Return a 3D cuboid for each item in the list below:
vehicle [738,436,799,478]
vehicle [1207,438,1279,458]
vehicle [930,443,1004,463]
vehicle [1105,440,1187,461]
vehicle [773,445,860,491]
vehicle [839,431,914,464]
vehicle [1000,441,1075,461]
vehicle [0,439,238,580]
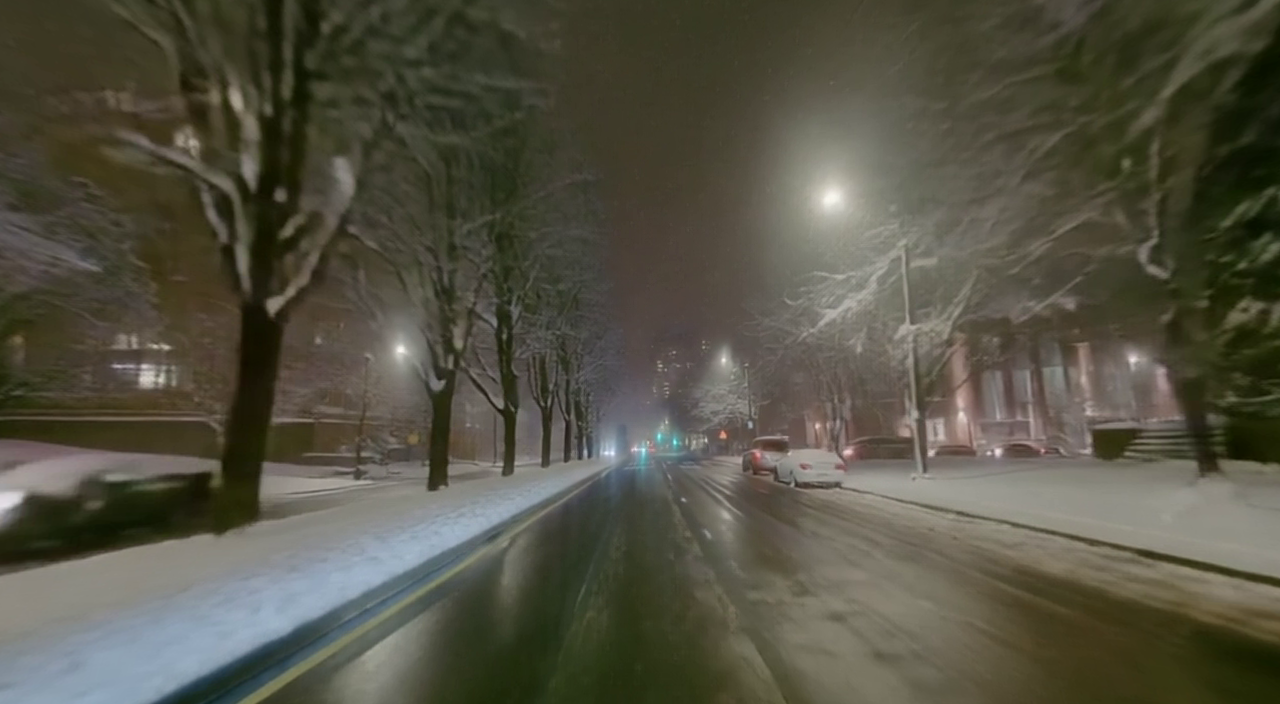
[{"bbox_3d":[6.374,5.275,31.874,2.045,1.890,4.876,0,-9,0],"label":"vehicle"},{"bbox_3d":[46.666,7.383,48.322,4.463,1.475,1.955,0,-8,0],"label":"vehicle"},{"bbox_3d":[25.305,7.798,48.826,4.733,1.494,1.794,0,-9,0],"label":"vehicle"},{"bbox_3d":[38.593,7.520,48.117,4.519,1.466,1.996,0,-8,1],"label":"vehicle"},{"bbox_3d":[6.379,4.226,23.352,1.948,1.511,4.623,0,-9,1],"label":"vehicle"},{"bbox_3d":[18.260,7.381,48.777,4.826,2.368,2.263,-1,-7,-1],"label":"vehicle"},{"bbox_3d":[30.513,7.632,48.449,4.373,1.489,1.908,0,-9,1],"label":"vehicle"},{"bbox_3d":[-8.345,2.104,9.135,1.982,1.608,4.519,0,-9,1],"label":"vehicle"}]
